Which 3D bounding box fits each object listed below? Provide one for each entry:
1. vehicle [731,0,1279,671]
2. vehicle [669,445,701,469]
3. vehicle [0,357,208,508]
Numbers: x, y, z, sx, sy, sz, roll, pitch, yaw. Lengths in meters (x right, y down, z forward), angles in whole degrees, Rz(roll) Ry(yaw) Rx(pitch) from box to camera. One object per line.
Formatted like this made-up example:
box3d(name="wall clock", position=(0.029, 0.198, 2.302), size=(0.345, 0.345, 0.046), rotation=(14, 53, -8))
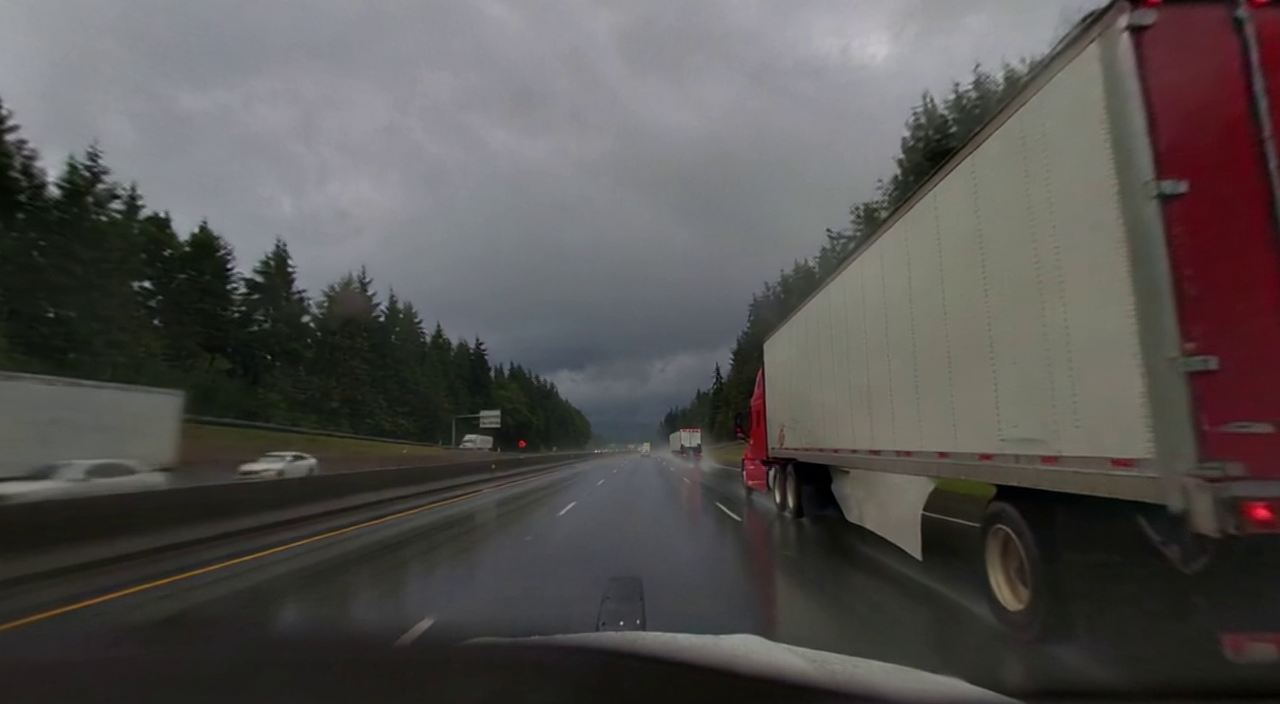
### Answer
box3d(name="vehicle", position=(4.672, 0.916, 12.312), size=(3.115, 4.407, 17.026), rotation=(0, -9, -1))
box3d(name="vehicle", position=(3.065, 7.244, 43.669), size=(2.019, 1.601, 3.953), rotation=(-1, -9, 1))
box3d(name="vehicle", position=(-15.707, 2.179, 16.423), size=(3.020, 3.309, 8.280), rotation=(0, -9, -1))
